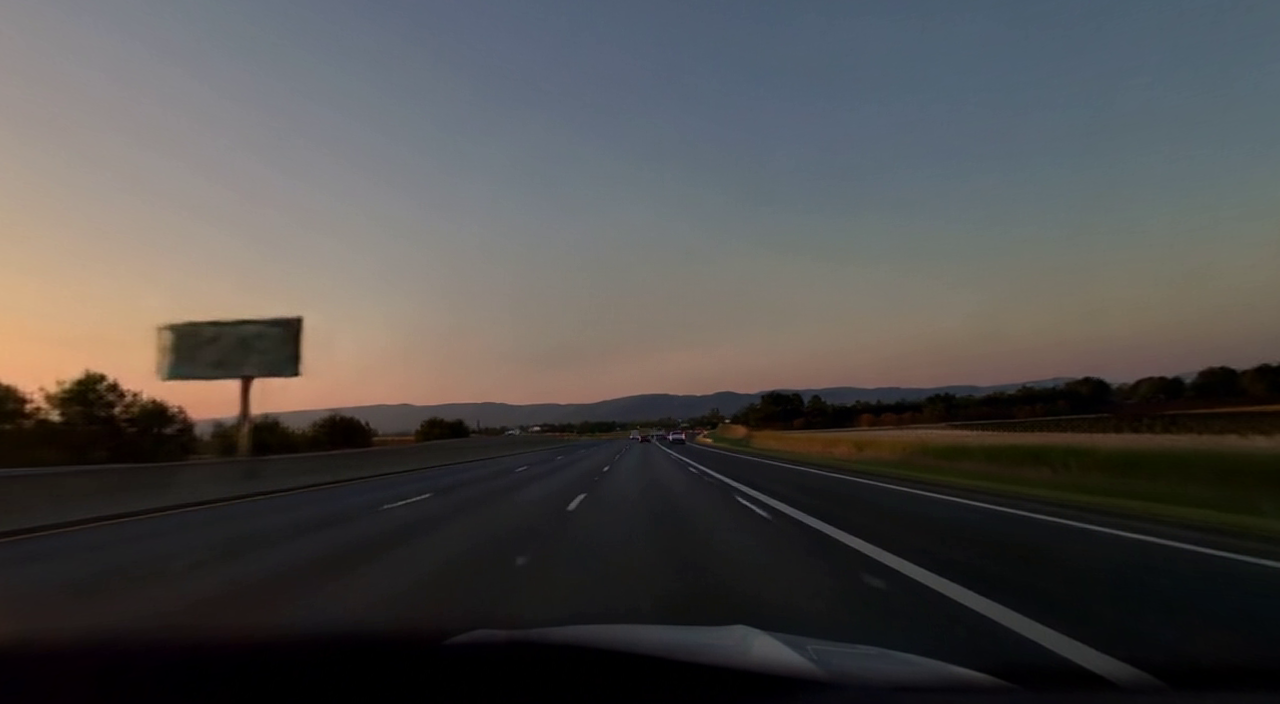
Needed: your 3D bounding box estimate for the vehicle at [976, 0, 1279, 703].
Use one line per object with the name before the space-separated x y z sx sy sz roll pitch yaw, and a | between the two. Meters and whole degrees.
vehicle | 4.179 -0.497 1.766 3.049 3.826 6.146 -1 -8 2
